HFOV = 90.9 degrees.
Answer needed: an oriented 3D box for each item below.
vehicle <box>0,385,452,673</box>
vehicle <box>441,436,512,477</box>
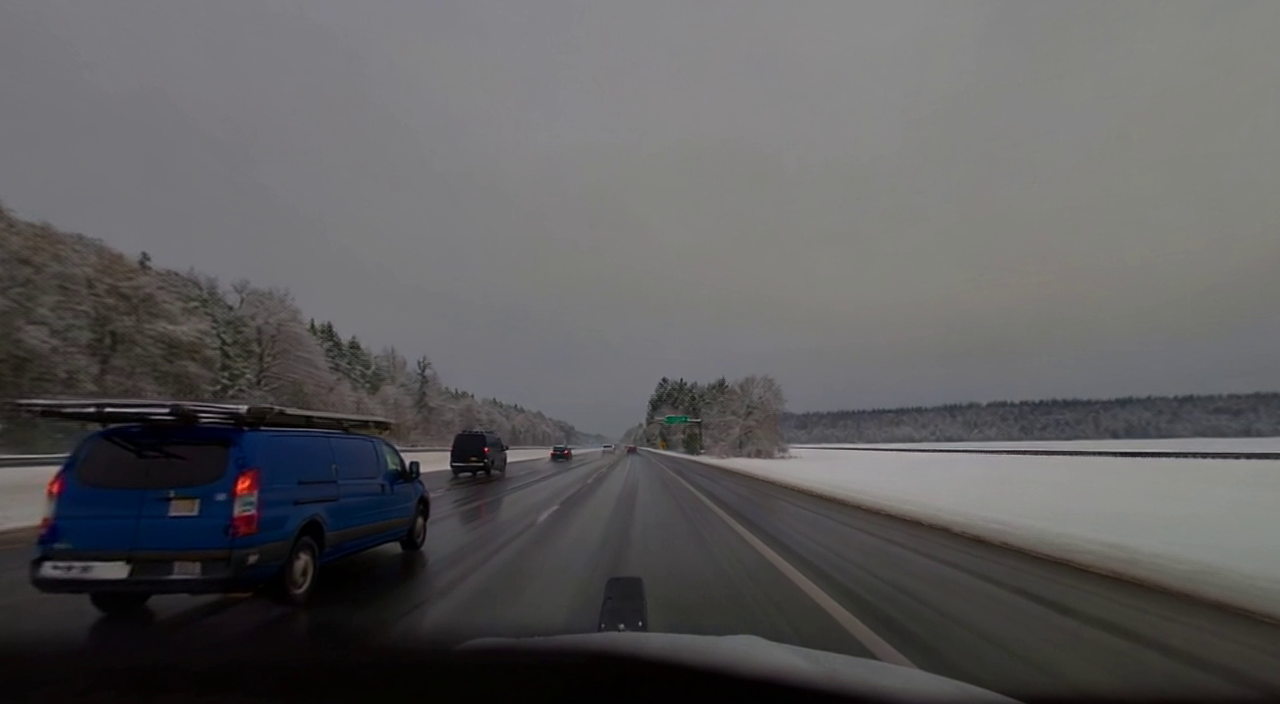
[{"bbox_3d":[-3.624,1.401,6.194,2.040,1.679,4.865,0,-9,0],"label":"vehicle"},{"bbox_3d":[-7.561,4.888,29.704,2.093,1.752,4.771,0,-9,0],"label":"vehicle"}]
